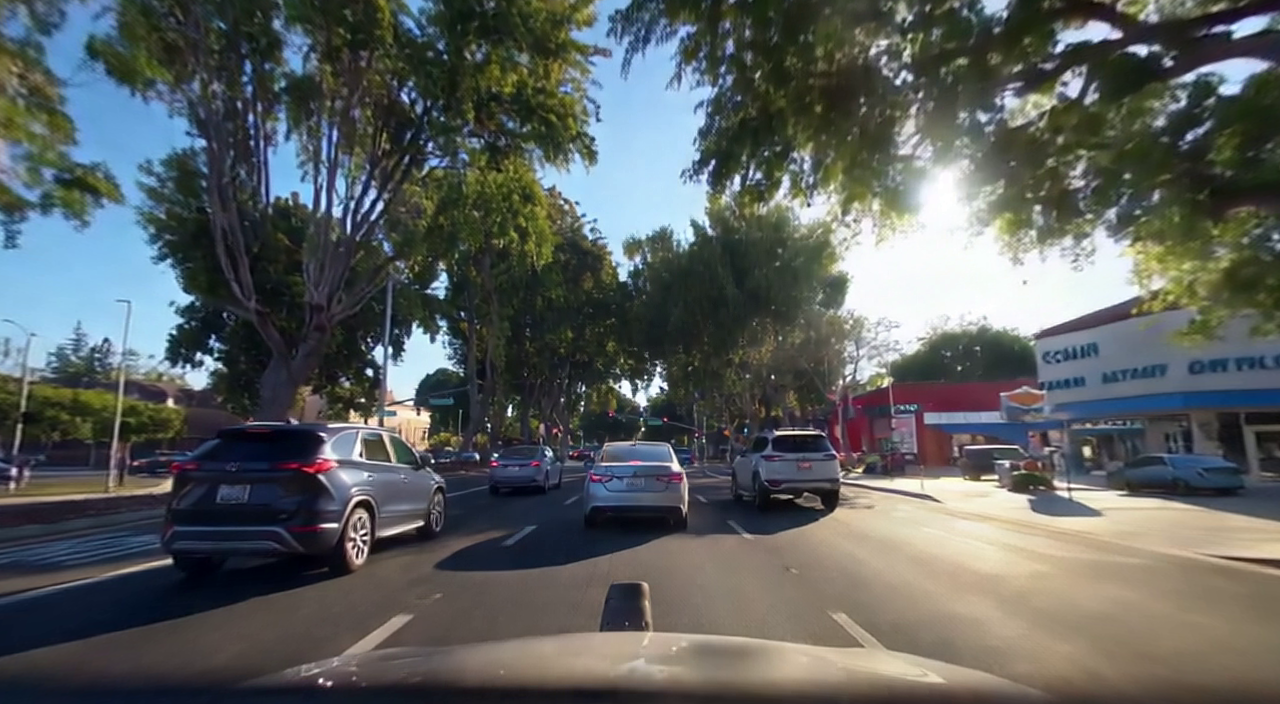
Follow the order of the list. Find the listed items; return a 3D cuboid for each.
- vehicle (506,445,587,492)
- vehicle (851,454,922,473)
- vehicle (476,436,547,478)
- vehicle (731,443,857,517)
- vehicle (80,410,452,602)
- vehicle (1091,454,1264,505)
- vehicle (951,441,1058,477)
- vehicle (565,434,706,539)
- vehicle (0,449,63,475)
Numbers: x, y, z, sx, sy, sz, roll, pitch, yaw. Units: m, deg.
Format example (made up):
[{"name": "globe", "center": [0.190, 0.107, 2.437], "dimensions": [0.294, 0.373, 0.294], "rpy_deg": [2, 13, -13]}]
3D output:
[{"name": "vehicle", "center": [-3.189, 4.064, 22.422], "dimensions": [2.126, 1.490, 4.265], "rpy_deg": [0, -8, 2]}, {"name": "vehicle", "center": [19.361, 8.773, 49.638], "dimensions": [4.795, 1.457, 1.986], "rpy_deg": [0, -9, 4]}, {"name": "vehicle", "center": [-6.709, 5.575, 33.787], "dimensions": [2.321, 2.013, 5.640], "rpy_deg": [0, -8, 3]}, {"name": "vehicle", "center": [3.448, 2.927, 14.990], "dimensions": [1.979, 1.485, 4.207], "rpy_deg": [0, -8, 1]}, {"name": "vehicle", "center": [-3.933, 1.660, 7.662], "dimensions": [1.983, 1.685, 3.997], "rpy_deg": [0, -8, 1]}, {"name": "vehicle", "center": [17.351, 4.092, 20.735], "dimensions": [1.860, 1.408, 4.631], "rpy_deg": [-1, -8, 4]}, {"name": "vehicle", "center": [18.007, 5.273, 31.343], "dimensions": [1.907, 1.669, 4.147], "rpy_deg": [5, -10, -28]}, {"name": "vehicle", "center": [-0.068, 2.327, 11.534], "dimensions": [2.121, 1.563, 4.031], "rpy_deg": [0, -8, 0]}, {"name": "vehicle", "center": [-47.344, 8.311, 47.659], "dimensions": [4.989, 1.852, 2.136], "rpy_deg": [5, -10, -30]}]
